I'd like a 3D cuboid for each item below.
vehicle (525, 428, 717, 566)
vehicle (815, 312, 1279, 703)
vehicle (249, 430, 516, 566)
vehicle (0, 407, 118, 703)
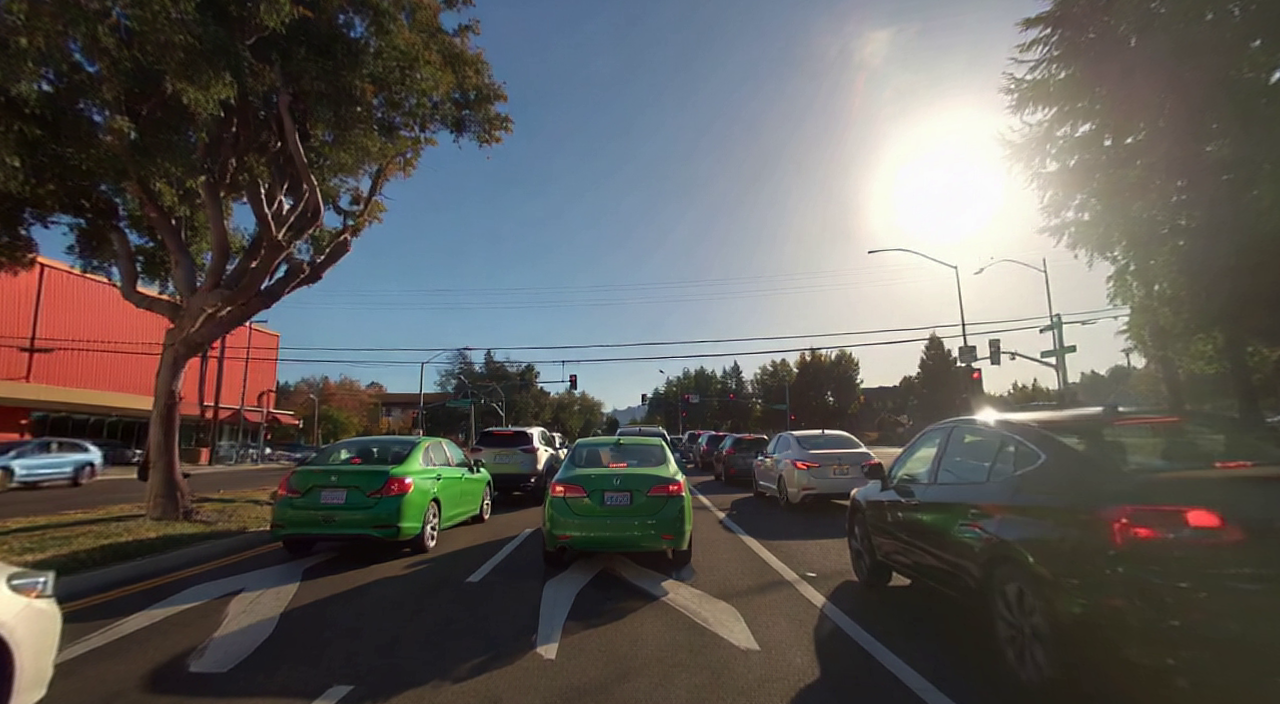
[{"bbox_3d":[-0.206,1.836,8.720,2.041,1.450,3.847,0,-8,0],"label":"vehicle"},{"bbox_3d":[3.000,1.057,4.246,2.196,1.676,4.865,0,-8,-1],"label":"vehicle"},{"bbox_3d":[-3.204,1.888,8.951,1.917,1.441,4.128,-1,-8,2],"label":"vehicle"},{"bbox_3d":[-3.364,0.670,0.544,1.863,1.448,4.697,0,-8,-1],"label":"vehicle"}]
